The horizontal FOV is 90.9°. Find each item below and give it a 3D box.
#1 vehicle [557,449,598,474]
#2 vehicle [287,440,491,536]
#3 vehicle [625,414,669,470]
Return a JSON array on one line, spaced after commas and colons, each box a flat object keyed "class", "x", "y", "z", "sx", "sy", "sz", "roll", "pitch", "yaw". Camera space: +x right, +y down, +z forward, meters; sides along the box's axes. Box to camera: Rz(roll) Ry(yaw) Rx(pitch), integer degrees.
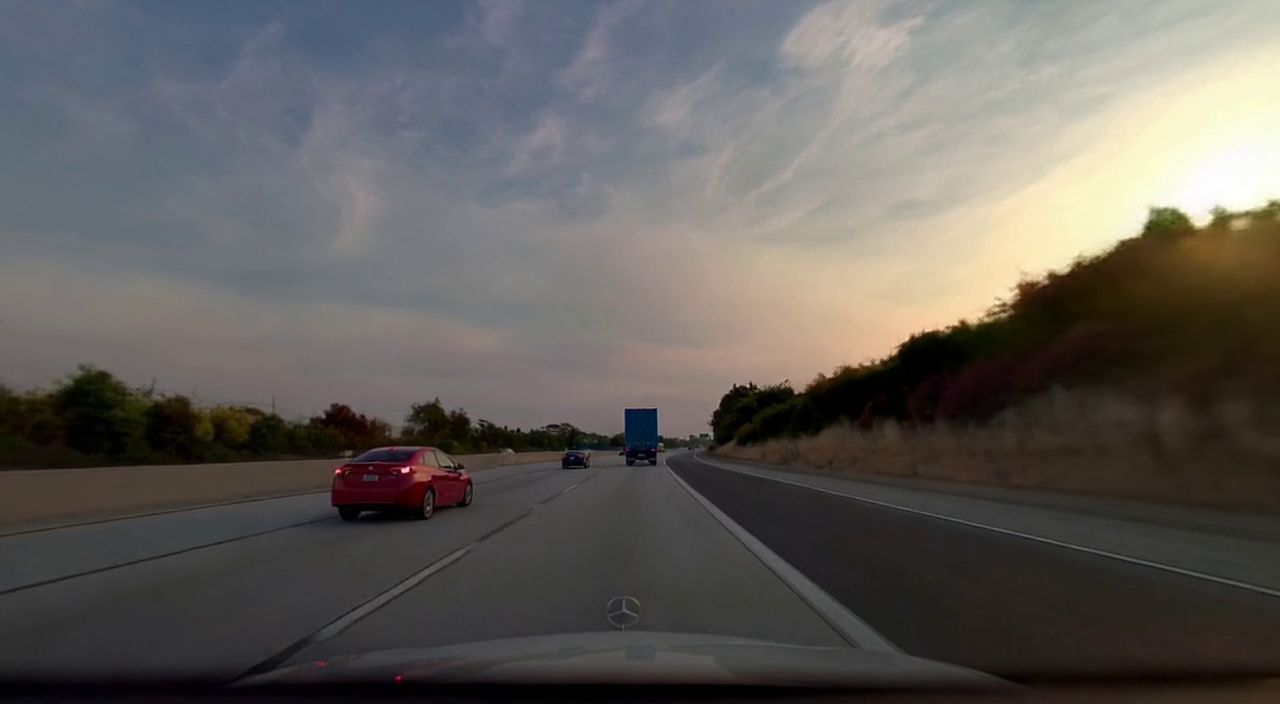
[{"class": "vehicle", "x": -3.799, "y": 6.704, "z": 38.803, "sx": 1.981, "sy": 1.435, "sz": 4.199, "roll": 0, "pitch": -9, "yaw": 1}, {"class": "vehicle", "x": -4.422, "y": 2.457, "z": 12.015, "sx": 2.010, "sy": 1.461, "sz": 4.391, "roll": 0, "pitch": -9, "yaw": 1}, {"class": "vehicle", "x": 0.429, "y": 6.678, "z": 46.387, "sx": 2.893, "sy": 3.628, "sz": 9.081, "roll": 0, "pitch": -9, "yaw": 0}]
